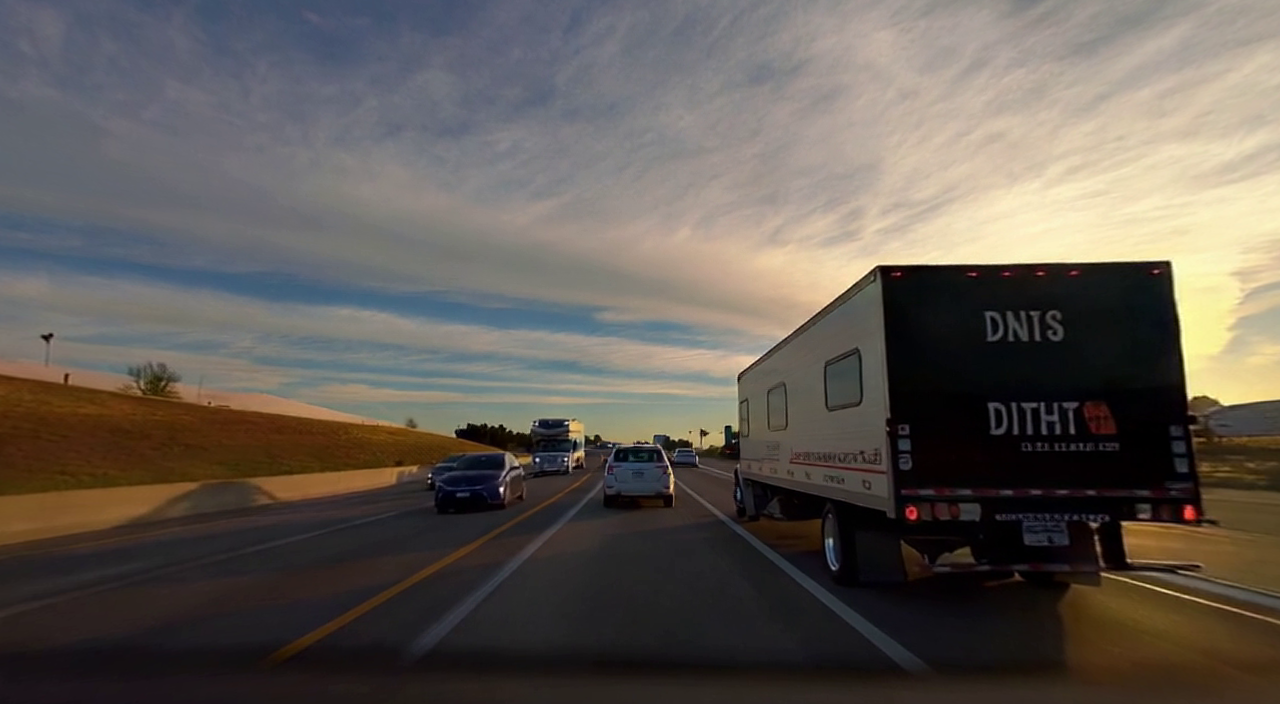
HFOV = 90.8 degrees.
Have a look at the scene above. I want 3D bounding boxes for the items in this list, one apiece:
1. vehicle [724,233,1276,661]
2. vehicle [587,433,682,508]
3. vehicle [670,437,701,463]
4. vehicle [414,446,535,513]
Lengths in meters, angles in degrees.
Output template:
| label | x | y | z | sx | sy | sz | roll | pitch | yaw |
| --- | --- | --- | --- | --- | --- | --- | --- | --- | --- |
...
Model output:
| label | x | y | z | sx | sy | sz | roll | pitch | yaw |
| --- | --- | --- | --- | --- | --- | --- | --- | --- | --- |
| vehicle | 2.906 | 1.141 | 8.007 | 2.533 | 2.942 | 7.280 | 0 | -9 | -1 |
| vehicle | -0.110 | 3.075 | 16.714 | 2.201 | 1.719 | 4.058 | 0 | -9 | 1 |
| vehicle | 3.490 | 7.578 | 48.800 | 2.020 | 1.874 | 4.431 | 0 | -9 | 0 |
| vehicle | -4.020 | 3.137 | 16.025 | 1.933 | 1.465 | 3.898 | 0 | -9 | 1 |
